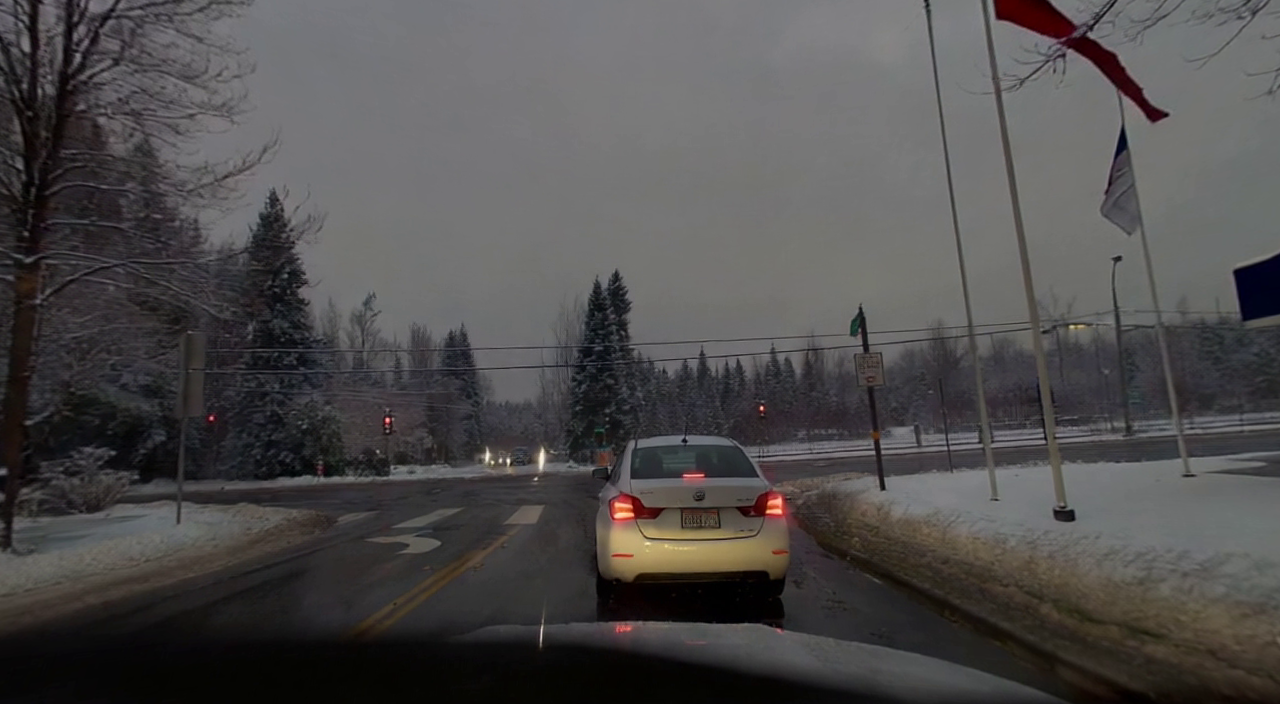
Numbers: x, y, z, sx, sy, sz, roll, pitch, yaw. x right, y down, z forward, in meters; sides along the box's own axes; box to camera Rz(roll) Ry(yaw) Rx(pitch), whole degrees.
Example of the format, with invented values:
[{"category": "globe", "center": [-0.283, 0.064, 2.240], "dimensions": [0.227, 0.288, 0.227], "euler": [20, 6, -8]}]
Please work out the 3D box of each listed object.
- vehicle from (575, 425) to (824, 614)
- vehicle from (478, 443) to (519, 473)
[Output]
[{"category": "vehicle", "center": [0.385, 1.617, 6.901], "dimensions": [1.985, 1.463, 3.647], "euler": [0, -9, -3]}, {"category": "vehicle", "center": [-9.992, 7.492, 44.759], "dimensions": [2.212, 1.948, 4.537], "euler": [0, -9, -5]}]
